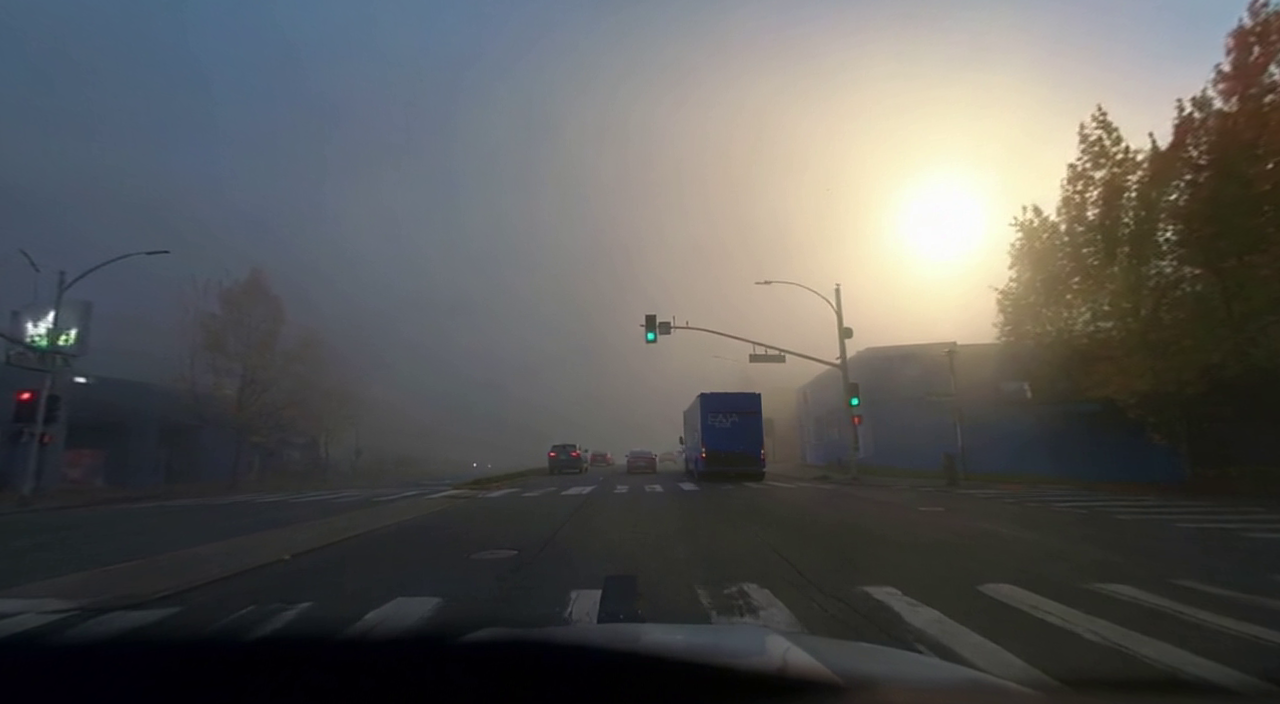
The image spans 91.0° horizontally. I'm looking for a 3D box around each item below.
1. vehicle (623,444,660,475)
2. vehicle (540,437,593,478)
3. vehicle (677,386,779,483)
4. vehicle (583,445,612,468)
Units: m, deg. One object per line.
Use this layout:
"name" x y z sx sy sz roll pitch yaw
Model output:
"vehicle" 0.076 5.768 33.932 1.846 1.528 4.348 0 -9 0
"vehicle" -3.655 5.334 32.066 2.035 1.867 4.607 0 -9 1
"vehicle" 3.684 3.934 29.412 3.003 3.680 10.684 0 -9 -1
"vehicle" -3.288 8.125 49.206 1.950 1.665 4.203 0 -9 0
